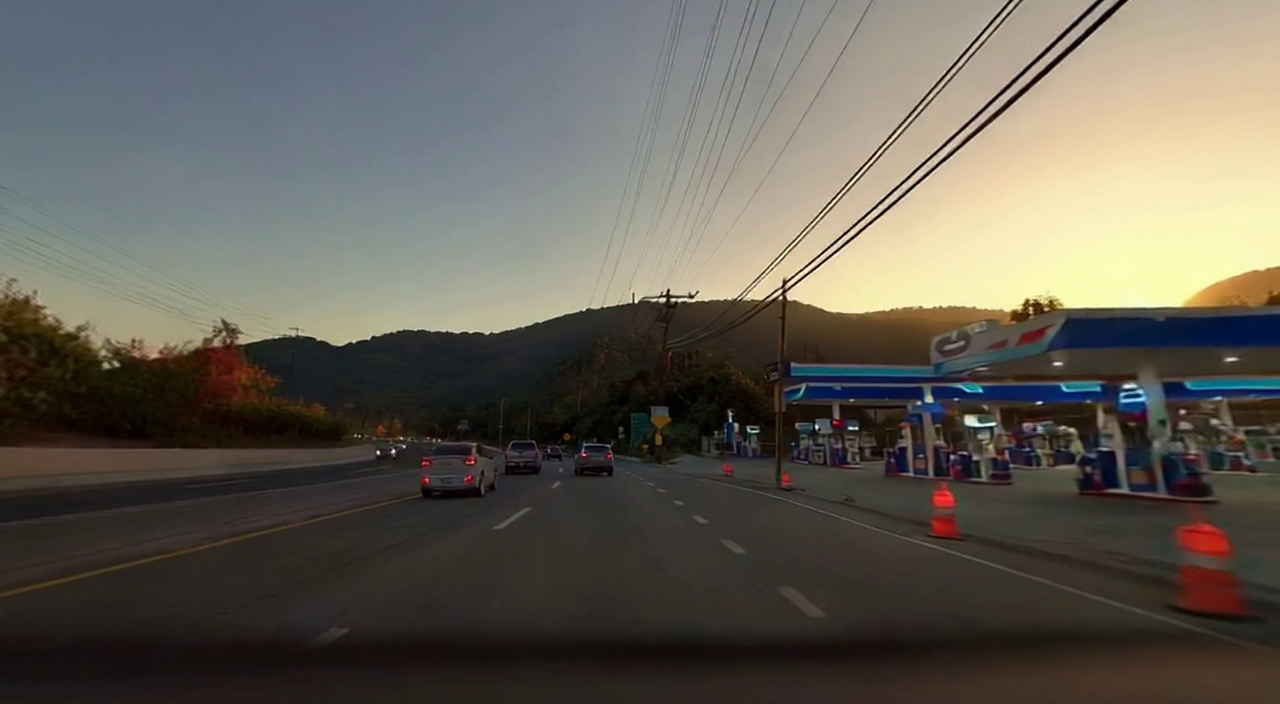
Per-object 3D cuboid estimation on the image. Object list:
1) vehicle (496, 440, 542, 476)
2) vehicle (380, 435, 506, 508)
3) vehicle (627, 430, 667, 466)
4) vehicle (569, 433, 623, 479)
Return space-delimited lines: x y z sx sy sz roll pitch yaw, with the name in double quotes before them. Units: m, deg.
"vehicle" -7.241 6.377 38.388 2.345 2.012 5.693 1 -9 -7
"vehicle" -5.241 3.230 17.575 2.185 1.721 4.550 0 -9 -3
"vehicle" 0.481 7.518 49.533 2.256 2.597 4.534 2 -9 -12
"vehicle" -2.460 5.559 34.076 2.486 2.280 5.291 1 -9 -8
